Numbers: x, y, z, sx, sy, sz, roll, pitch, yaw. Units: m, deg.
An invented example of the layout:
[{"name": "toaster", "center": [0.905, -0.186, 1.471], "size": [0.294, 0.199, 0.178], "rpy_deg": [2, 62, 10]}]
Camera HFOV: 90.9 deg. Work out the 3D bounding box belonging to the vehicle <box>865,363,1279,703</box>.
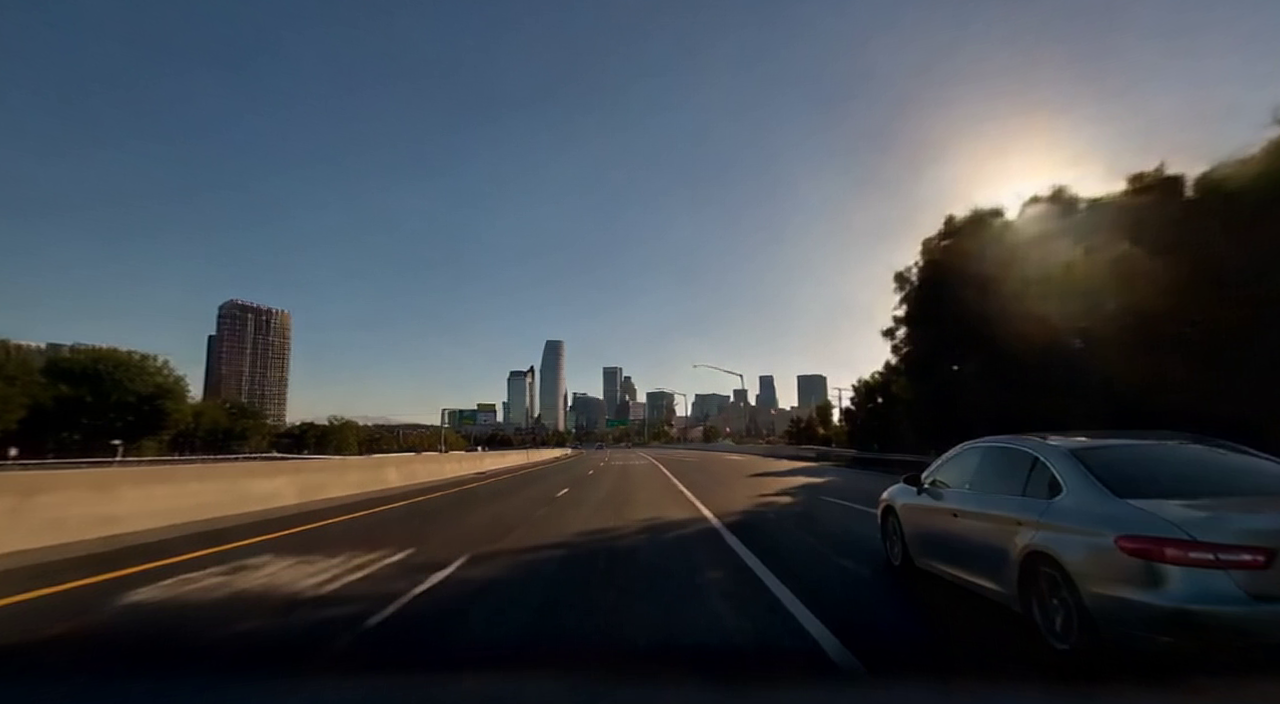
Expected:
[{"name": "vehicle", "center": [3.411, 1.115, 4.202], "size": [2.104, 1.575, 4.698], "rpy_deg": [0, -8, 0]}]
